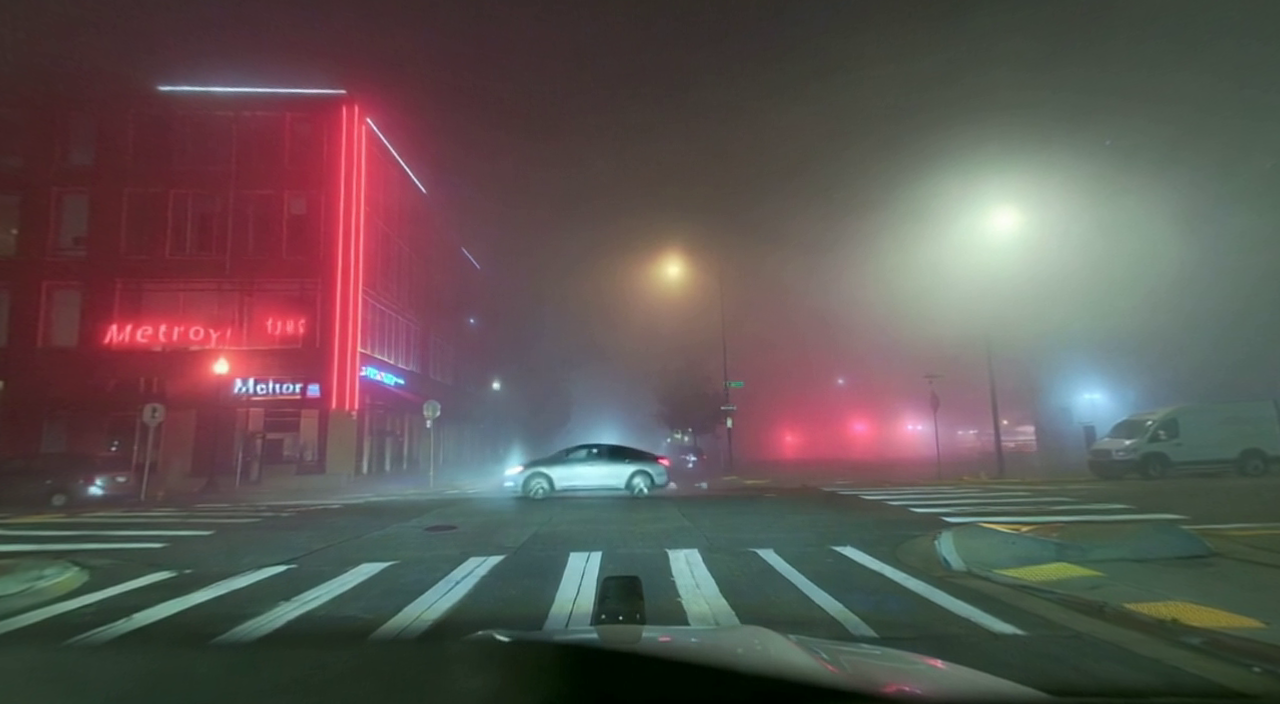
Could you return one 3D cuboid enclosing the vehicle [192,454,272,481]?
[{"bbox_3d":[-24.269,6.900,37.685,3.618,1.412,1.587,-1,-9,-7],"label":"vehicle"}]

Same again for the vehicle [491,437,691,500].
[{"bbox_3d":[-1.280,2.997,16.519,4.877,1.482,2.041,1,-9,-7],"label":"vehicle"}]

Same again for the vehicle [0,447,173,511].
[{"bbox_3d":[-16.149,3.485,17.588,4.558,1.635,2.008,1,-9,-6],"label":"vehicle"}]

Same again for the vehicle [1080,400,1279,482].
[{"bbox_3d":[18.541,3.009,21.401,5.384,2.586,2.358,0,-9,-1],"label":"vehicle"}]
